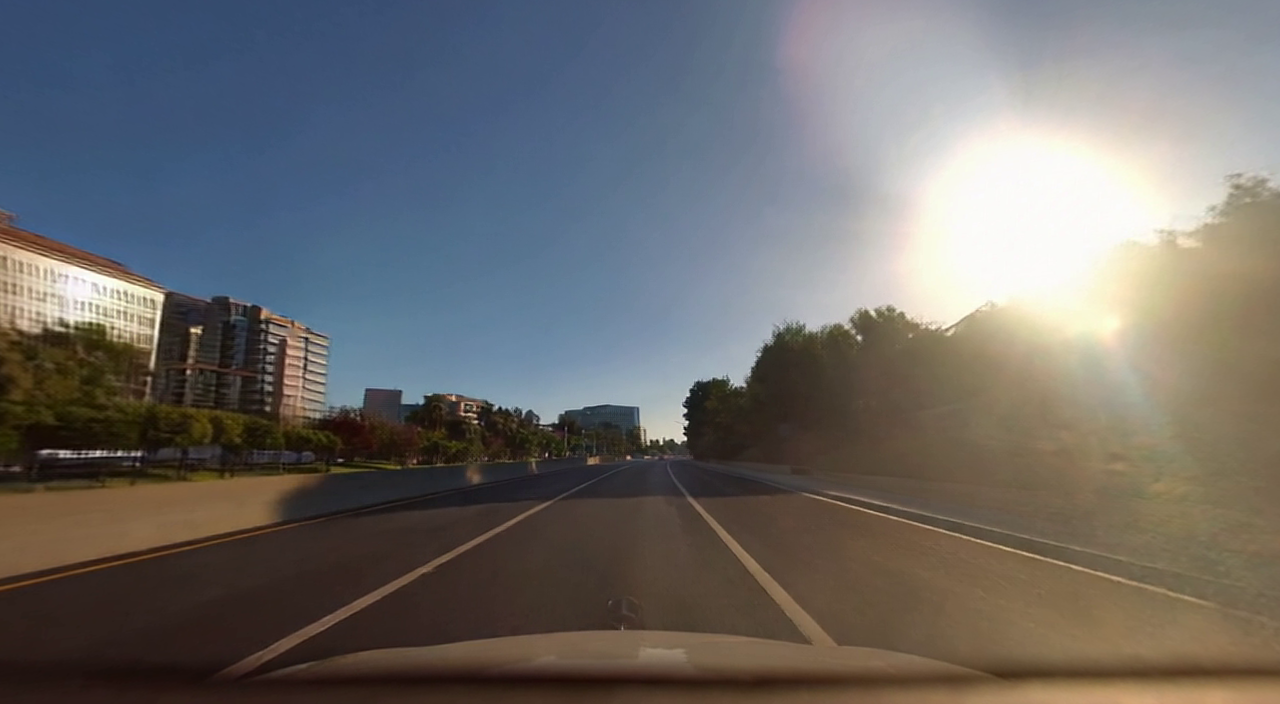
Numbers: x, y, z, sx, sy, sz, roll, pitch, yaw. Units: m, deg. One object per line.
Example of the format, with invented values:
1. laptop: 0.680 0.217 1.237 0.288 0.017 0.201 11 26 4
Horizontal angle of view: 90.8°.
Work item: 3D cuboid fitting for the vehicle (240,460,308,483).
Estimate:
1. vehicle: -28.892 9.423 49.920 1.855 1.606 4.190 -5 -10 28
